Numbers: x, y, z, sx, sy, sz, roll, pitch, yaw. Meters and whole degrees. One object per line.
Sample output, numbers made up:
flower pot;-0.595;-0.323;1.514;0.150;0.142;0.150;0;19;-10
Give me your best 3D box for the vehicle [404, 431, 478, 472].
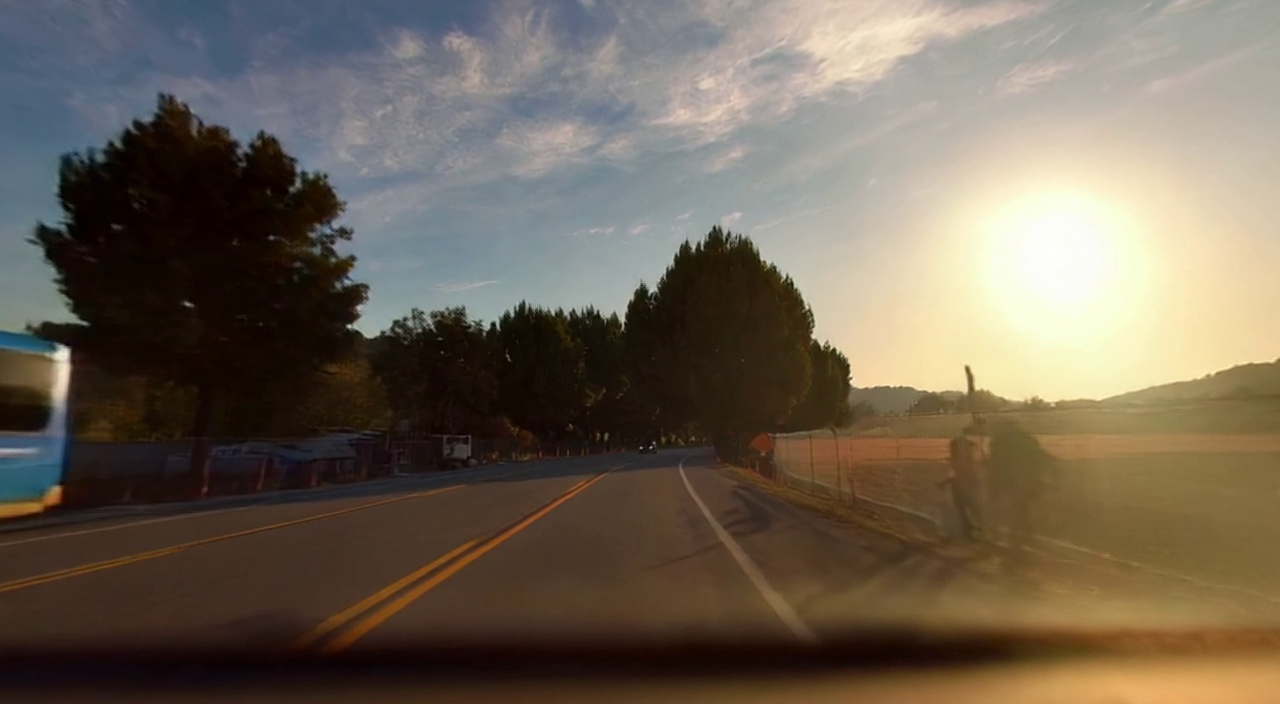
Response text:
vehicle;-11.184;5.625;36.065;2.244;2.022;6.102;-2;-8;0
